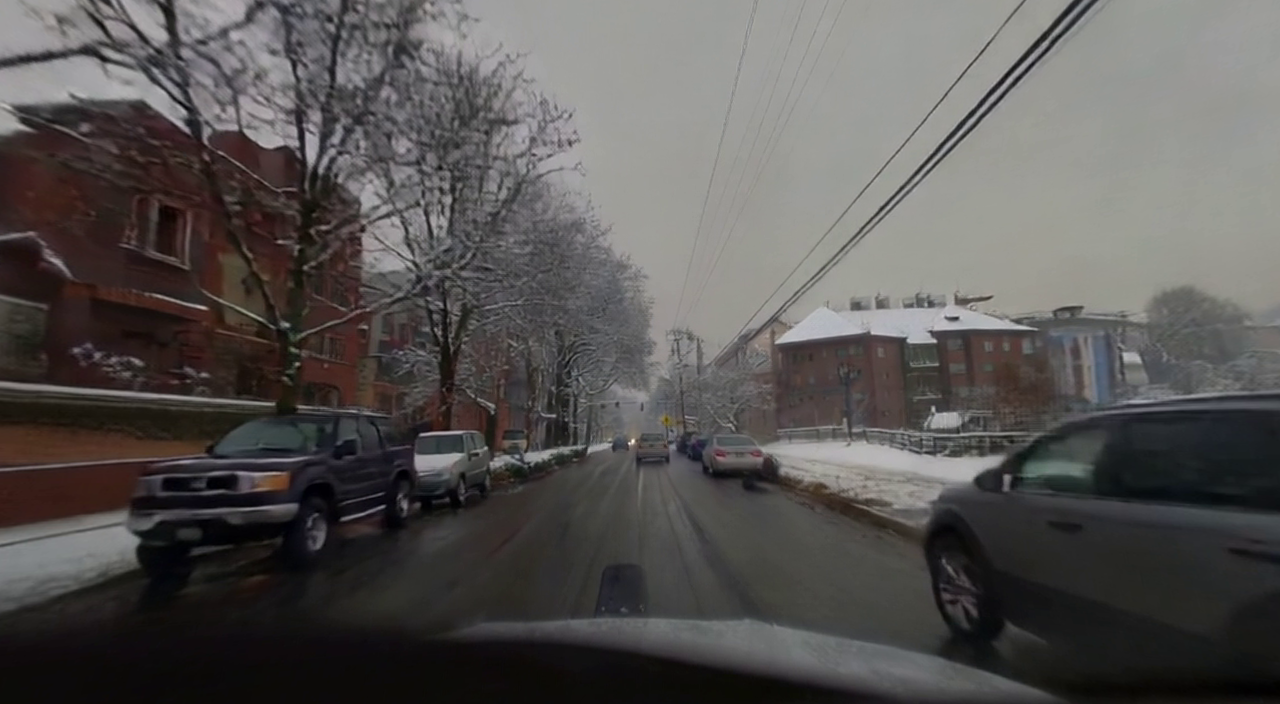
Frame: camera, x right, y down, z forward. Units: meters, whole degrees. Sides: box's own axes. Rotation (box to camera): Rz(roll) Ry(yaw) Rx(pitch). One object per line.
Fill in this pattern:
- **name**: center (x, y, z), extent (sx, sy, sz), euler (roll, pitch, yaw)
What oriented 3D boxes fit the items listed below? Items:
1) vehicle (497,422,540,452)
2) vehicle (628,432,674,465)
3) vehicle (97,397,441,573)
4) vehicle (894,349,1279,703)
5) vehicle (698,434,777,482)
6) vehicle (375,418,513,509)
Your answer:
- **vehicle**: center (-7.930, 5.584, 41.517), extent (2.010, 1.747, 4.266), euler (0, -5, 0)
- **vehicle**: center (0.526, 4.669, 30.570), extent (2.095, 1.510, 3.605), euler (0, -8, 1)
- **vehicle**: center (-4.574, 1.538, 8.766), extent (2.022, 1.721, 4.355), euler (1, -3, 2)
- **vehicle**: center (3.030, 0.979, 3.106), extent (1.901, 1.649, 4.118), euler (0, -8, 1)
- **vehicle**: center (3.248, 3.614, 21.835), extent (2.086, 1.498, 4.280), euler (0, -8, 1)
- **vehicle**: center (-4.254, 2.402, 14.316), extent (1.911, 1.573, 3.637), euler (2, -3, 0)
